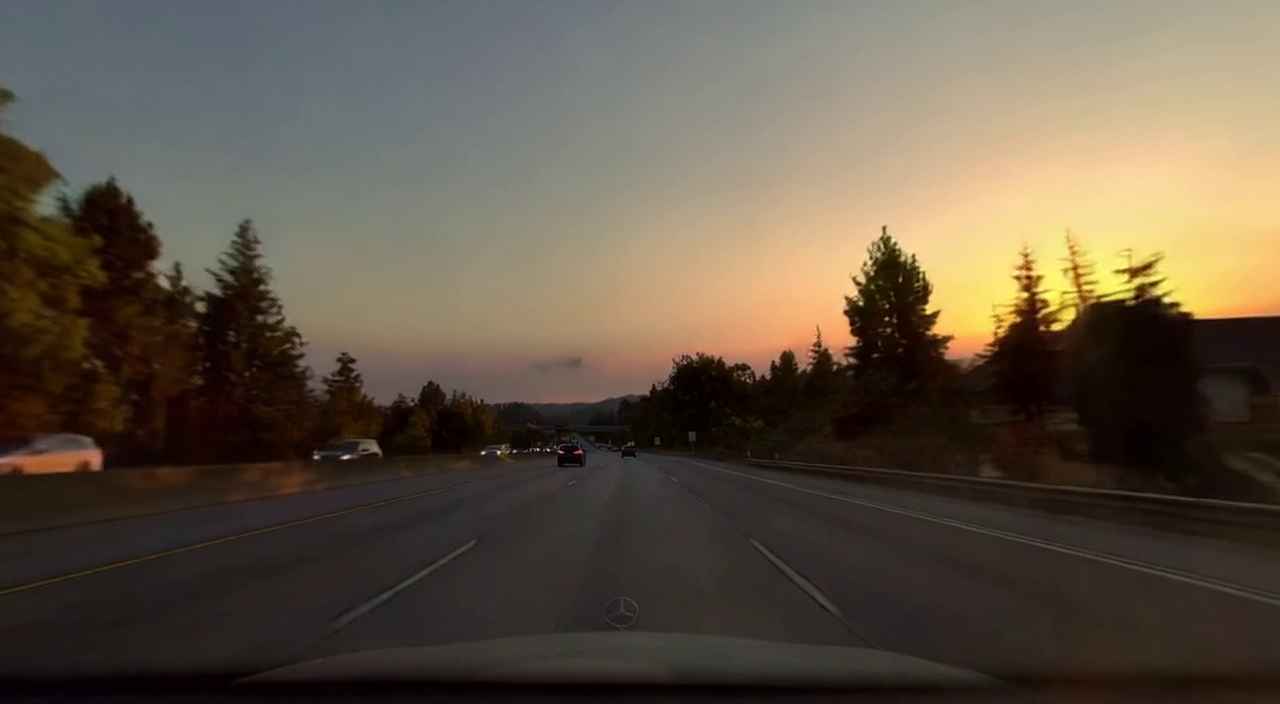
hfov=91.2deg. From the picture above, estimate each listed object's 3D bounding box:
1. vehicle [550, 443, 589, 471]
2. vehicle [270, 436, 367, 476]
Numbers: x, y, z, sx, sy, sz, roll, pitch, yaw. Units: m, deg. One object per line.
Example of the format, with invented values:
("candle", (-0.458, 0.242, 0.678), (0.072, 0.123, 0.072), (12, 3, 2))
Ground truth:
("vehicle", (-4.499, 6.810, 40.723), (2.098, 1.692, 4.038), (0, -9, -1))
("vehicle", (-12.981, 4.220, 25.602), (1.842, 1.495, 3.909), (0, -9, 0))
